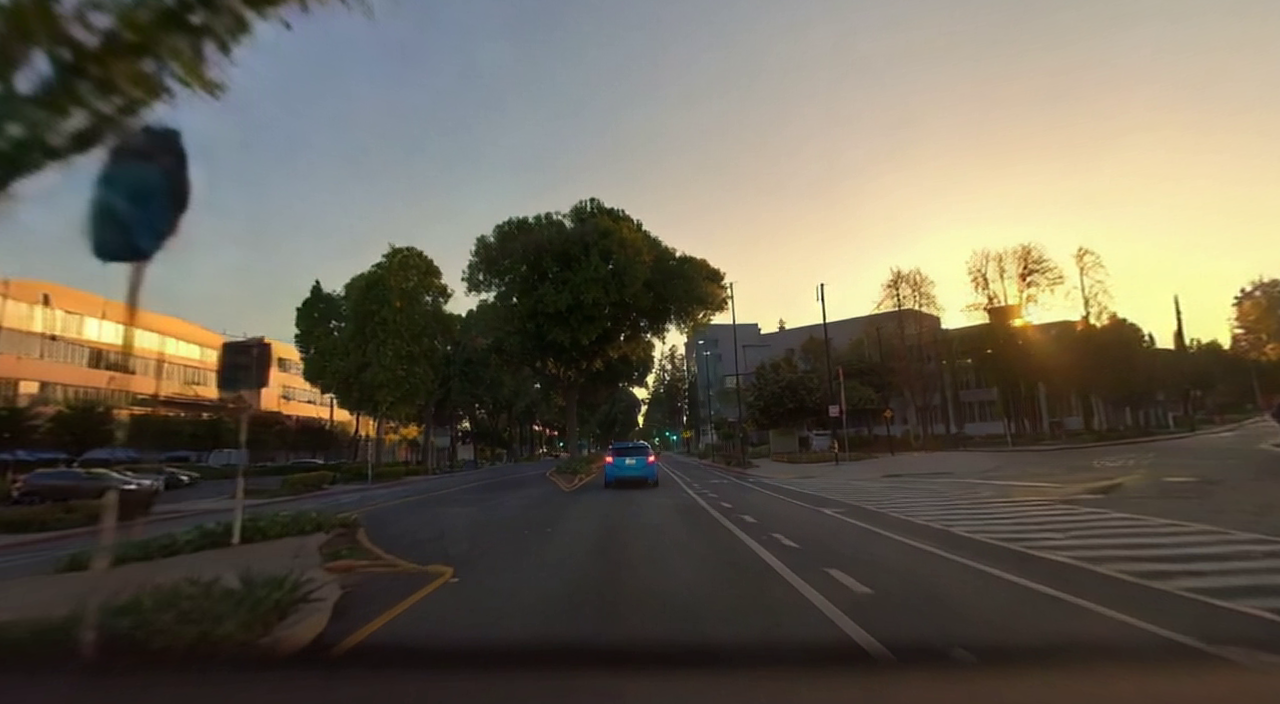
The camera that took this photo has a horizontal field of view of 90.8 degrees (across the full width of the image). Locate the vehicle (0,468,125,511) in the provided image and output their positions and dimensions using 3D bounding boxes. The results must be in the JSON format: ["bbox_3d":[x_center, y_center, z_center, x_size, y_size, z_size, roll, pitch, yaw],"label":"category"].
[{"bbox_3d":[-23.015,5.339,24.638,4.086,1.478,1.844,0,-8,-4],"label":"vehicle"}]

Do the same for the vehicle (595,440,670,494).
[{"bbox_3d":[-0.229,3.727,20.840,2.221,1.570,4.398,0,-9,0],"label":"vehicle"}]
